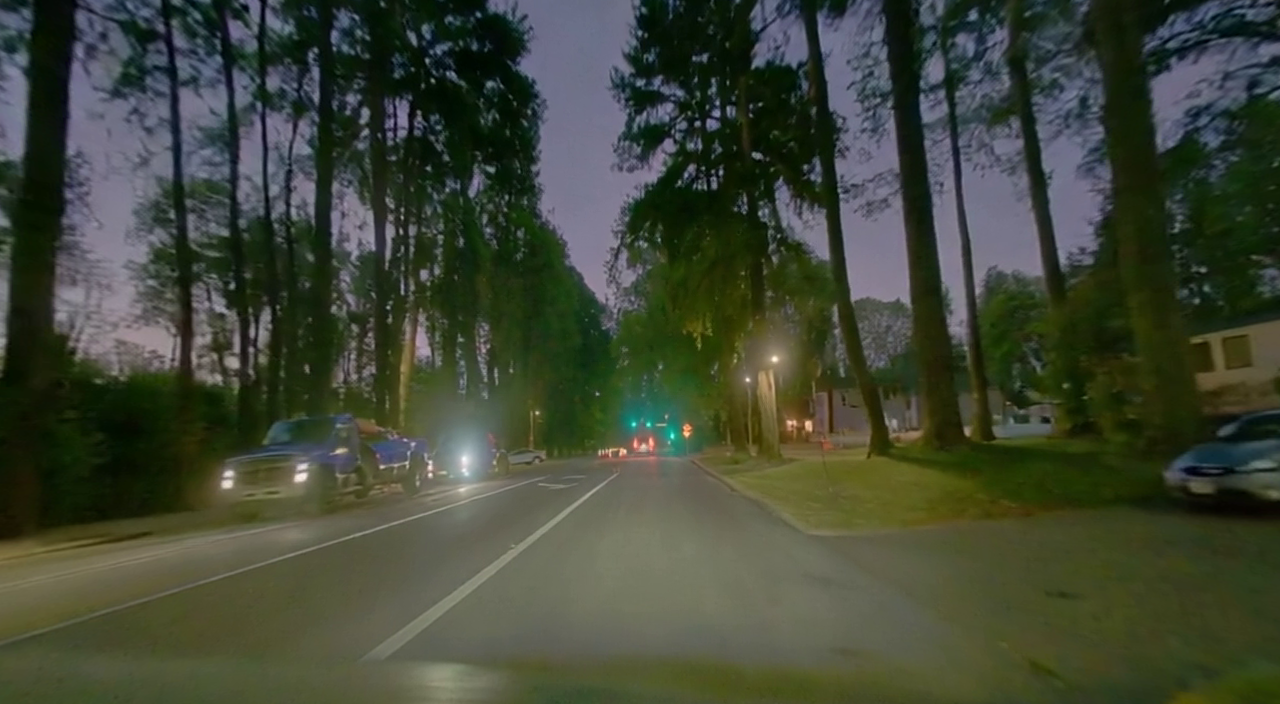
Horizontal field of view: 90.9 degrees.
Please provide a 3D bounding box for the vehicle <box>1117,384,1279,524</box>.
[{"bbox_3d":[8.715,1.133,7.296,4.623,1.420,1.996,-1,-8,5],"label":"vehicle"}]

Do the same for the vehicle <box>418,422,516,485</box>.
[{"bbox_3d":[-8.872,5.283,33.289,2.816,2.723,7.506,-4,-8,1],"label":"vehicle"}]

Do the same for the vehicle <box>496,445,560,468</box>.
[{"bbox_3d":[-8.669,8.081,48.957,4.594,1.696,1.971,0,-8,0],"label":"vehicle"}]

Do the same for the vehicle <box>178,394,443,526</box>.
[{"bbox_3d":[-9.267,3.206,19.745,2.970,3.068,9.784,0,-8,0],"label":"vehicle"}]
